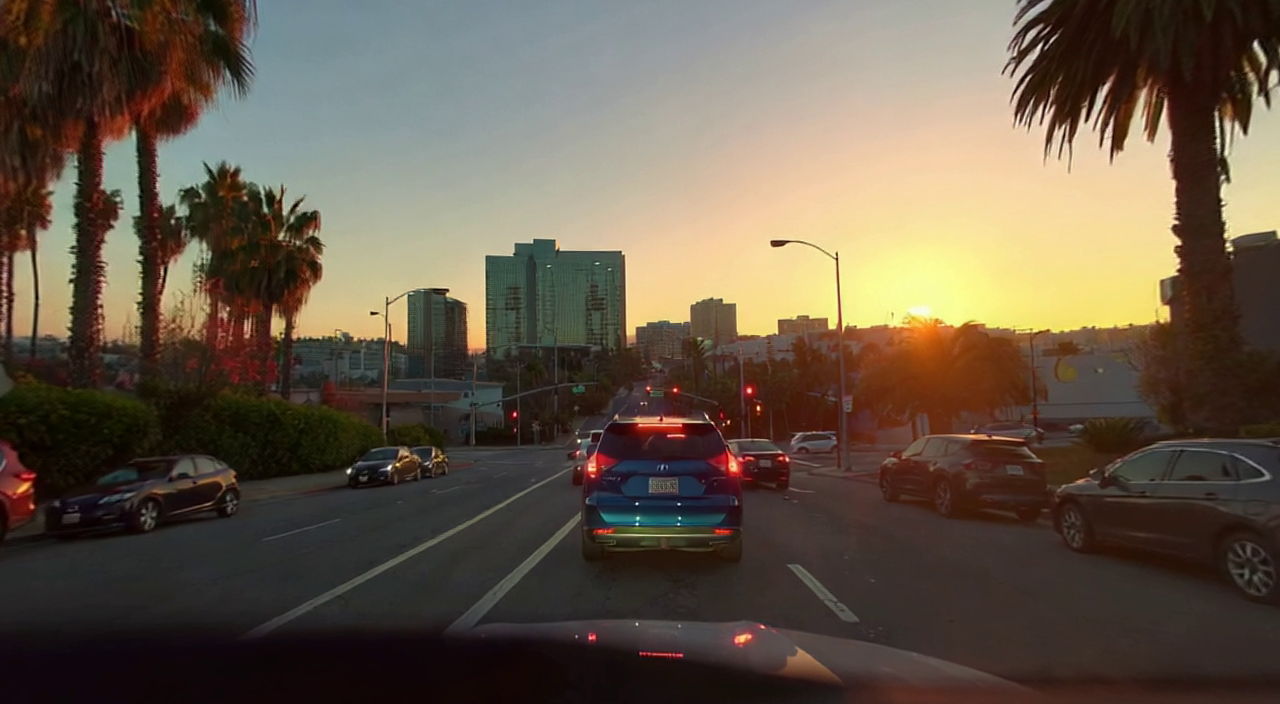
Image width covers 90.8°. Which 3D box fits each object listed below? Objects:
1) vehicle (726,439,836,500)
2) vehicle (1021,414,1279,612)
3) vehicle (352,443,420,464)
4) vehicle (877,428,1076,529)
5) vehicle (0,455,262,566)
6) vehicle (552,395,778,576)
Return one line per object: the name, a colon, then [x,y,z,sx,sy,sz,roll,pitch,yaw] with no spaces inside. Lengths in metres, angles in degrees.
vehicle: [3.767,3.206,17.720,2.021,1.480,4.402,0,-8,0]
vehicle: [6.448,1.598,6.930,1.935,1.672,4.139,0,-8,1]
vehicle: [-18.697,7.491,46.660,1.759,1.457,4.297,-7,-11,38]
vehicle: [6.681,2.528,13.236,1.930,1.736,4.329,-1,-8,3]
vehicle: [-9.566,2.801,11.901,2.054,1.467,4.595,-3,-7,0]
vehicle: [0.271,1.658,8.561,2.264,1.798,4.258,0,-8,1]
